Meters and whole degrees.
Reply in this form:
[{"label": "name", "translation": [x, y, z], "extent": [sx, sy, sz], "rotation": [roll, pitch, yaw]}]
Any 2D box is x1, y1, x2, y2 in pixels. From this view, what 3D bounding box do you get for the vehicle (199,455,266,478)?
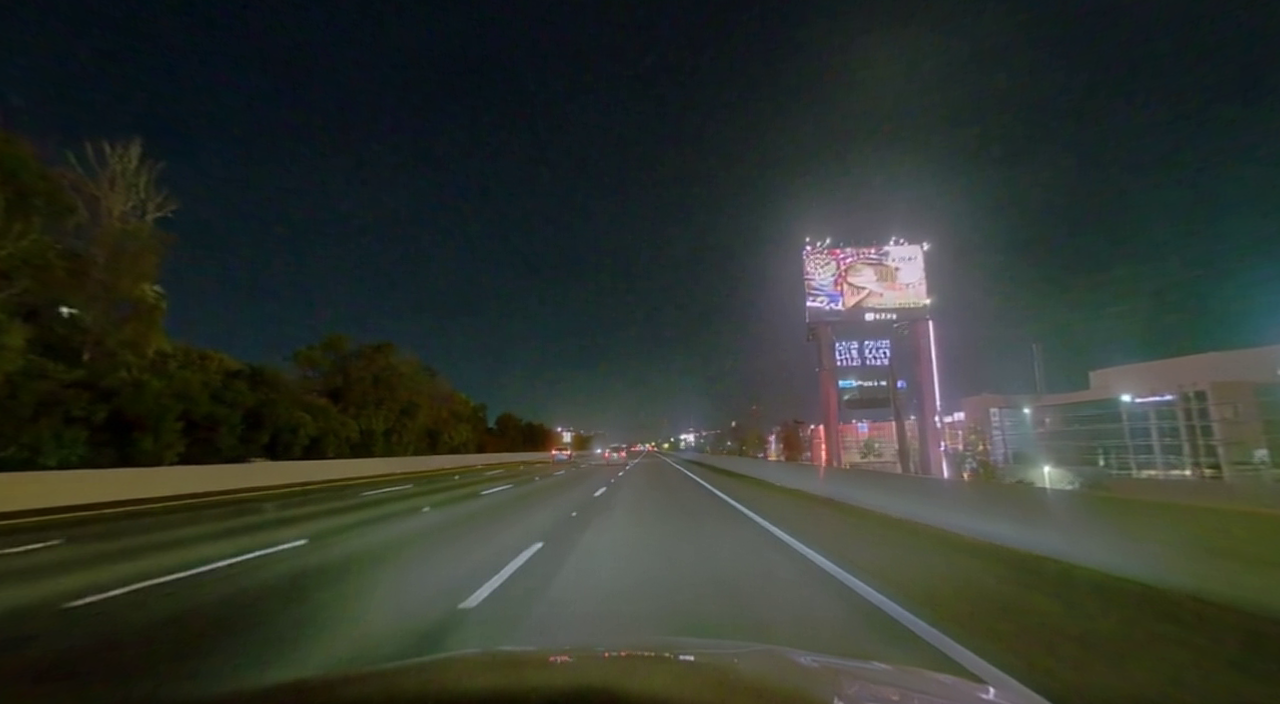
[{"label": "vehicle", "translation": [-30.912, 8.677, 47.983], "extent": [1.958, 1.521, 4.676], "rotation": [0, -8, 1]}]
